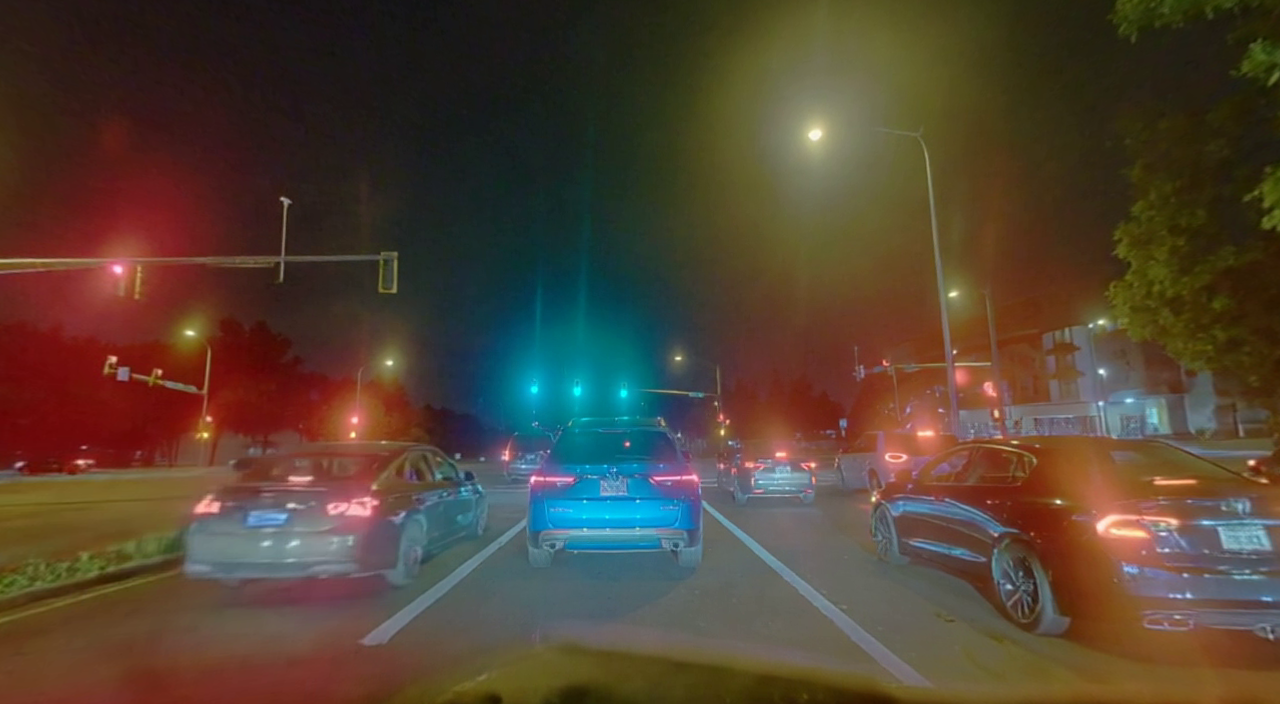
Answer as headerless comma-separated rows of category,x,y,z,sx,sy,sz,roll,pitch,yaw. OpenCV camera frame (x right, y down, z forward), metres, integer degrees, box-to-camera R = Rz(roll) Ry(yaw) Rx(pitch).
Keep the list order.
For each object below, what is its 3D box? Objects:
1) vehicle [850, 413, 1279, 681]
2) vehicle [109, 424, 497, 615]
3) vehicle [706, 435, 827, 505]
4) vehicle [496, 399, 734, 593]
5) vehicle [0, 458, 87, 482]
vehicle,3.611,1.395,5.696,1.861,1.478,4.185,0,-8,-2
vehicle,-3.174,1.658,7.231,2.077,1.493,4.281,0,-9,0
vehicle,2.972,2.859,15.779,1.950,1.506,4.086,0,-8,-3
vehicle,-0.279,1.560,7.629,2.101,1.707,3.904,0,-8,-2
vehicle,-39.358,7.700,41.314,4.369,1.466,1.791,1,-9,-9
